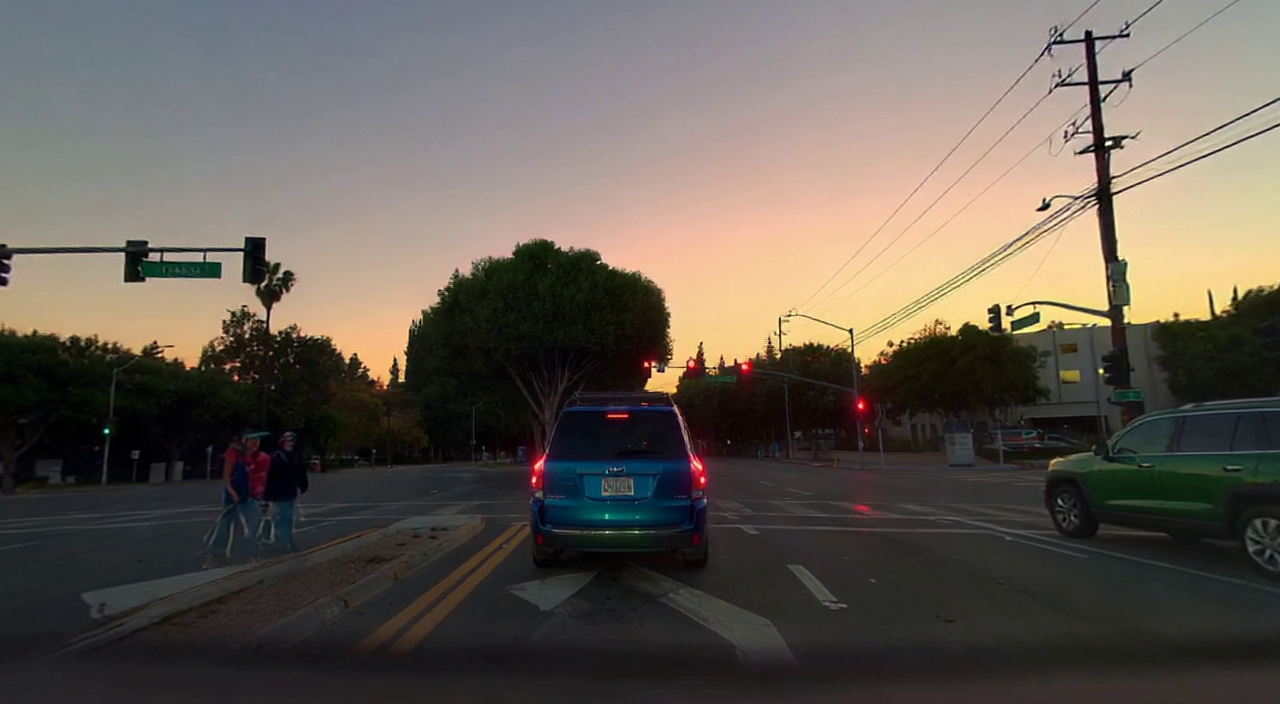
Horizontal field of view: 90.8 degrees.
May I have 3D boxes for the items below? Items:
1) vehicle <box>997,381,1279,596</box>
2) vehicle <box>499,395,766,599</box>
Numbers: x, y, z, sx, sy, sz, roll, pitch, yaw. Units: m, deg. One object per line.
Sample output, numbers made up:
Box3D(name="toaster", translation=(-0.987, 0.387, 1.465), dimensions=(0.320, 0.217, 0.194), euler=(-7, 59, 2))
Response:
Box3D(name="vehicle", translation=(6.572, 1.441, 7.242), dimensions=(2.119, 1.827, 4.806), euler=(0, -9, 0))
Box3D(name="vehicle", translation=(-0.102, 1.561, 7.634), dimensions=(2.285, 1.729, 4.252), euler=(0, -9, -1))
